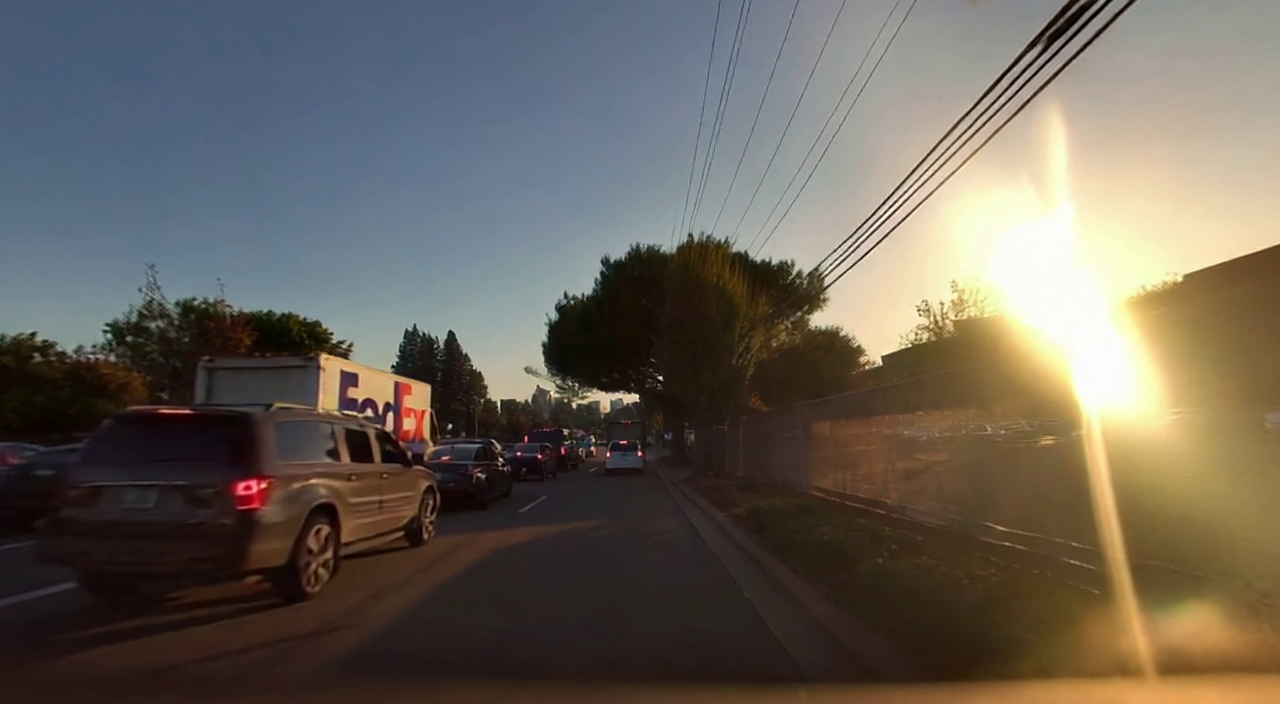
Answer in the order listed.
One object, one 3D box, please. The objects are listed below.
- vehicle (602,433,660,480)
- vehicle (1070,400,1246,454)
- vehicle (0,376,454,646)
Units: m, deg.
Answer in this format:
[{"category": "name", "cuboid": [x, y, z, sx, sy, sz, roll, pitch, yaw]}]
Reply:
[{"category": "vehicle", "cuboid": [-0.372, 4.024, 24.546, 2.055, 1.671, 4.147, 0, -8, -1]}, {"category": "vehicle", "cuboid": [32.607, 4.786, 39.820, 8.848, 3.271, 2.774, 0, -9, -5]}, {"category": "vehicle", "cuboid": [-3.871, 1.419, 6.724, 2.263, 1.803, 4.868, 0, -8, 0]}]
